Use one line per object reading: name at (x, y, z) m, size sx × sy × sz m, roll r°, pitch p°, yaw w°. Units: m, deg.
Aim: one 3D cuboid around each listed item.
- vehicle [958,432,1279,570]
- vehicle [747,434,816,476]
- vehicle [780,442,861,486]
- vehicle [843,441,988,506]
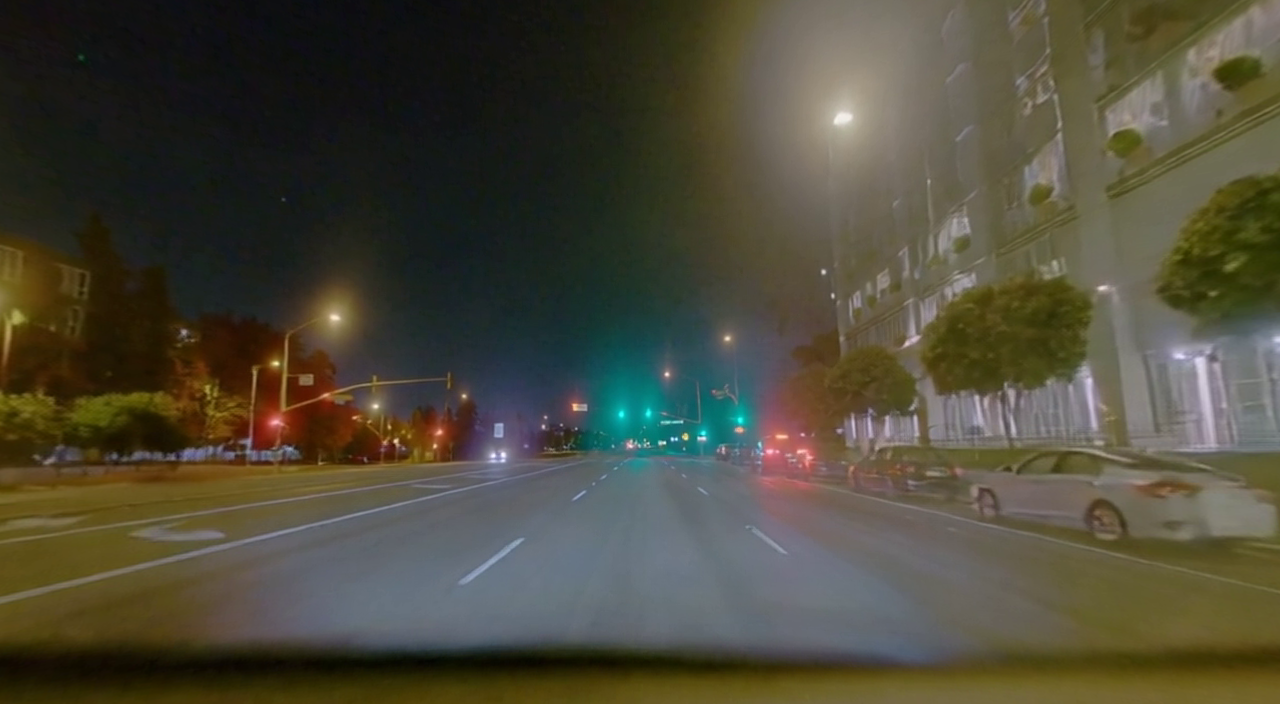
vehicle at (6.924, 2.023, 9.440) m, size 1.884 × 1.523 × 4.746 m, roll 0°, pitch -9°, yaw 2°
vehicle at (6.800, 5.042, 30.839) m, size 2.169 × 1.876 × 4.931 m, roll 0°, pitch -9°, yaw -1°
vehicle at (6.867, 4.303, 24.443) m, size 1.863 × 1.512 × 4.525 m, roll 0°, pitch -9°, yaw 1°
vehicle at (7.033, 3.134, 16.633) m, size 1.864 × 1.466 × 4.352 m, roll 0°, pitch -9°, yaw 0°
